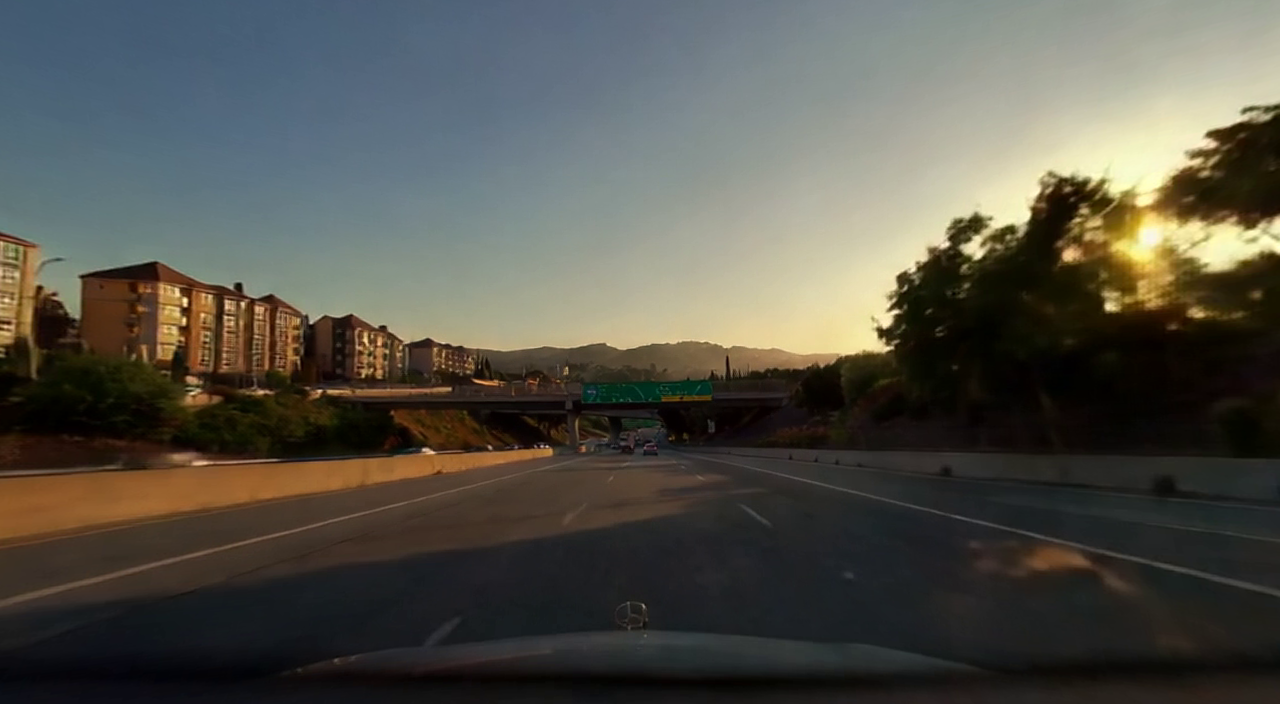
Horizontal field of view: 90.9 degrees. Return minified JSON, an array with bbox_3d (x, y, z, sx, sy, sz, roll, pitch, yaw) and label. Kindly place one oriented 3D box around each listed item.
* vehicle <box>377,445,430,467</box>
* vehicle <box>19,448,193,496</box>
[{"bbox_3d":[-17.224,7.598,46.231,2.042,1.464,4.538,0,-8,2],"label":"vehicle"},{"bbox_3d":[-18.247,4.099,21.939,1.956,1.444,4.602,0,-8,1],"label":"vehicle"}]
